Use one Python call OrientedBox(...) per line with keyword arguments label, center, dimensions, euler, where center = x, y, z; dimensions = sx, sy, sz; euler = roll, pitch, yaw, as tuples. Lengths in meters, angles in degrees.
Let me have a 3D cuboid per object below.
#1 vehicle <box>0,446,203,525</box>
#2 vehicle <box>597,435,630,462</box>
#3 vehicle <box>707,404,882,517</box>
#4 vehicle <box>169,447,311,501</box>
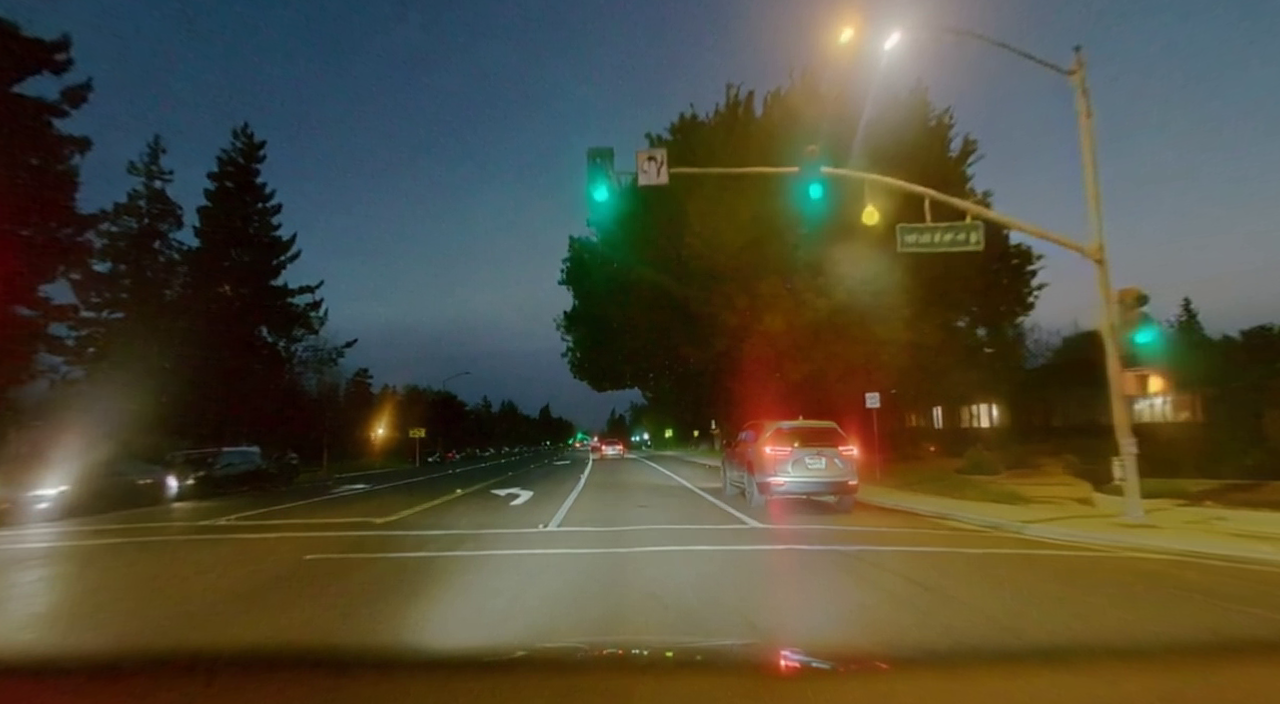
OrientedBox(label="vehicle", center=(-13.141, 3.091, 15.109), dimensions=(1.955, 1.509, 4.640), euler=(-3, -8, 1))
OrientedBox(label="vehicle", center=(-1.859, 6.594, 43.379), dimensions=(2.138, 1.729, 4.178), euler=(1, -8, -4))
OrientedBox(label="vehicle", center=(3.146, 2.373, 14.457), dimensions=(2.338, 2.063, 5.592), euler=(1, -8, -3))
OrientedBox(label="vehicle", center=(-13.050, 3.960, 20.979), dimensions=(1.965, 1.416, 4.613), euler=(-3, -8, -3))
